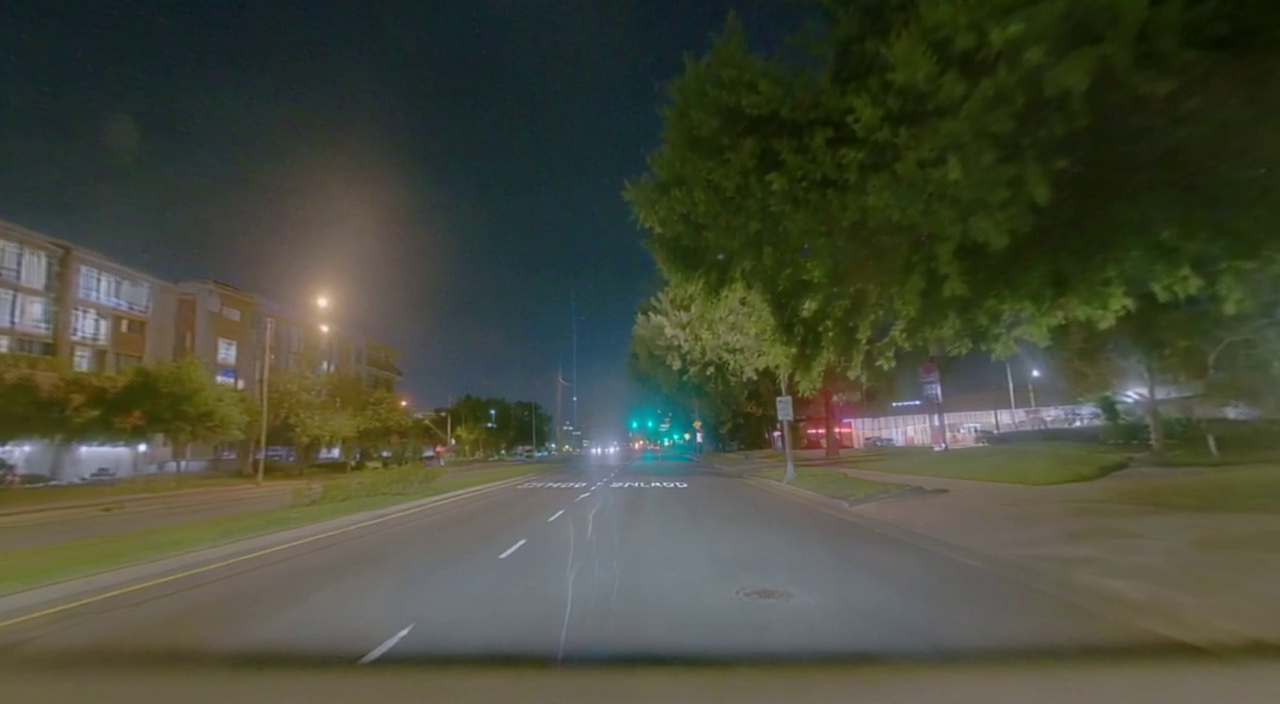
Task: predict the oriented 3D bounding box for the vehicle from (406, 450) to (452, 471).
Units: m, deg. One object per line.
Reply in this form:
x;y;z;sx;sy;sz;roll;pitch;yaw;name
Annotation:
-16.697;8.601;49.979;1.861;1.541;4.530;-1;-9;3;vehicle
